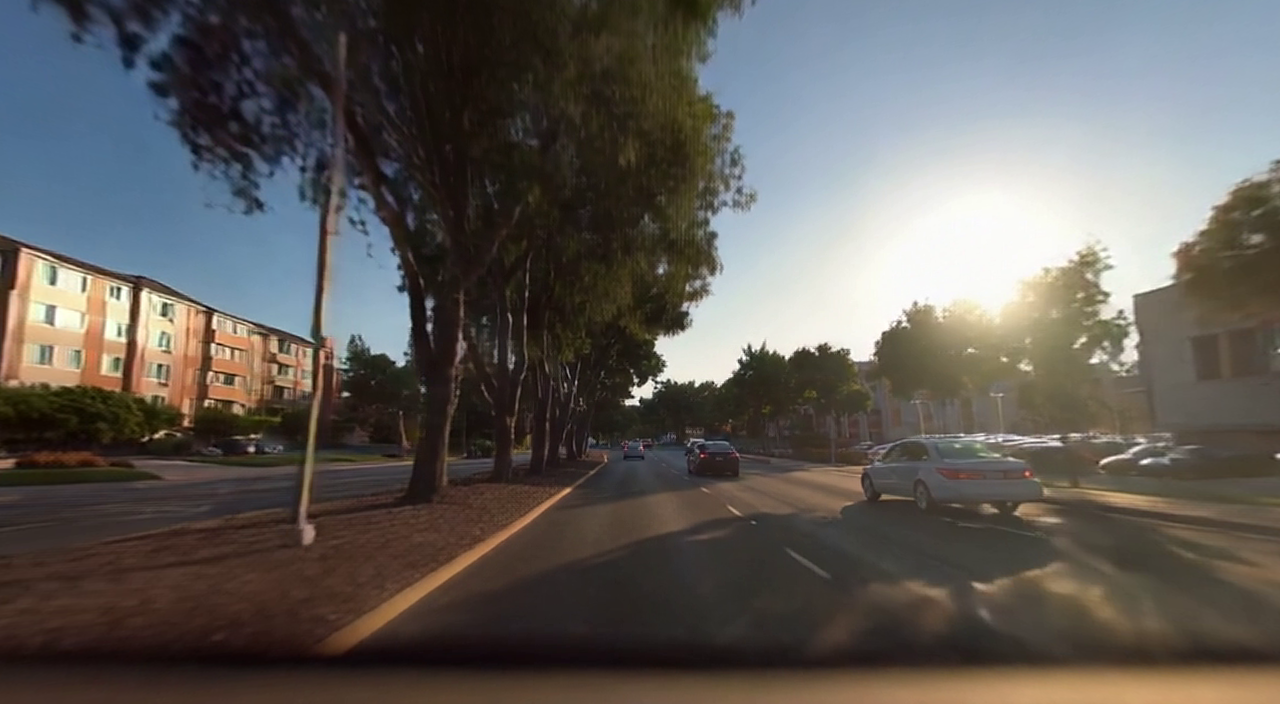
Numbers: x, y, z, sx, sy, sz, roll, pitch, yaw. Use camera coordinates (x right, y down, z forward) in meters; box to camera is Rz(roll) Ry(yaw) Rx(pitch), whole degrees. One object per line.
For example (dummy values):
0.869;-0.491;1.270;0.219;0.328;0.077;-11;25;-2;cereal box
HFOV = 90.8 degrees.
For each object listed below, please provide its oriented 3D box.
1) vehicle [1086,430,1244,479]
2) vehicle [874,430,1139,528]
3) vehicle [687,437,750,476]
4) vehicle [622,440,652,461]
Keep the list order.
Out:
19.514;3.815;23.809;2.058;1.646;4.361;0;-8;-3;vehicle
6.683;2.346;12.343;2.098;1.507;4.655;0;-8;-5;vehicle
3.296;4.472;27.369;1.953;1.514;4.672;0;-8;-2;vehicle
-0.277;7.170;46.070;2.095;1.456;3.873;0;-8;-1;vehicle
